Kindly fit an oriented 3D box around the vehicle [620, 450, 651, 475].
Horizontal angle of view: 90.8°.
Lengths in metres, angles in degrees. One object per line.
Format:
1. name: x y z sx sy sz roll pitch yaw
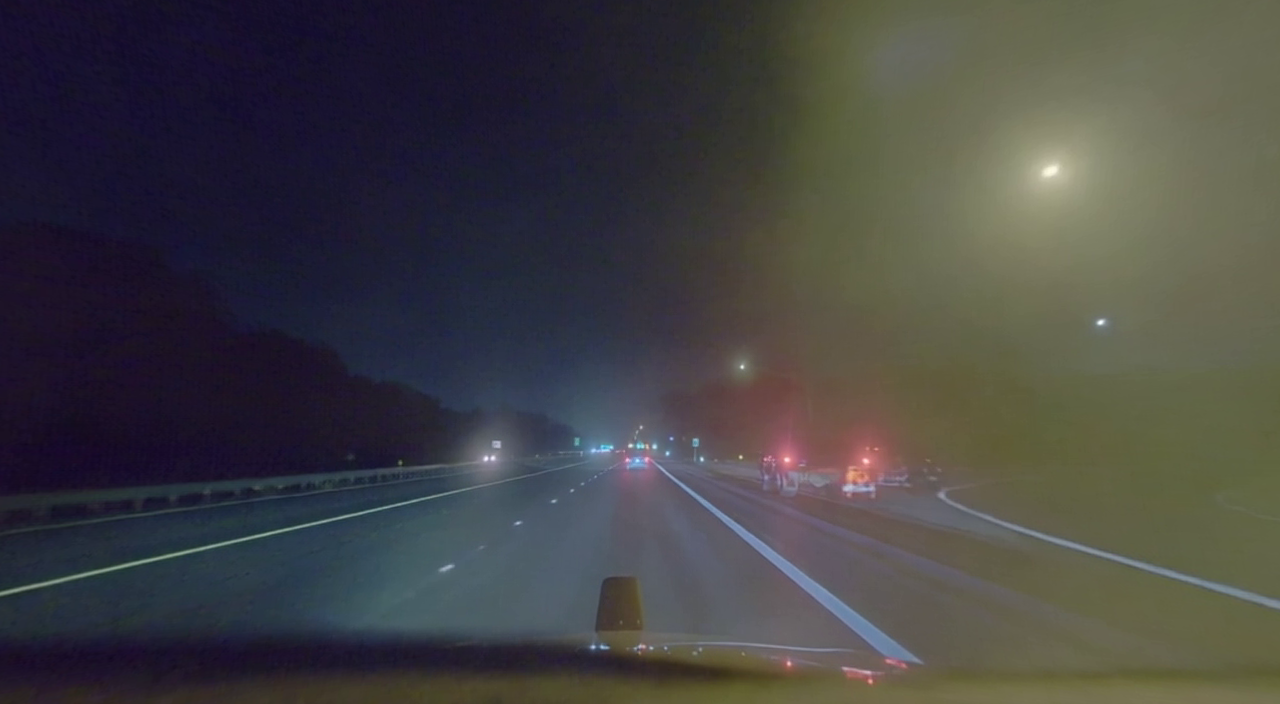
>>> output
1. vehicle: -0.212 6.591 37.752 1.695 1.437 3.506 0 -9 2
